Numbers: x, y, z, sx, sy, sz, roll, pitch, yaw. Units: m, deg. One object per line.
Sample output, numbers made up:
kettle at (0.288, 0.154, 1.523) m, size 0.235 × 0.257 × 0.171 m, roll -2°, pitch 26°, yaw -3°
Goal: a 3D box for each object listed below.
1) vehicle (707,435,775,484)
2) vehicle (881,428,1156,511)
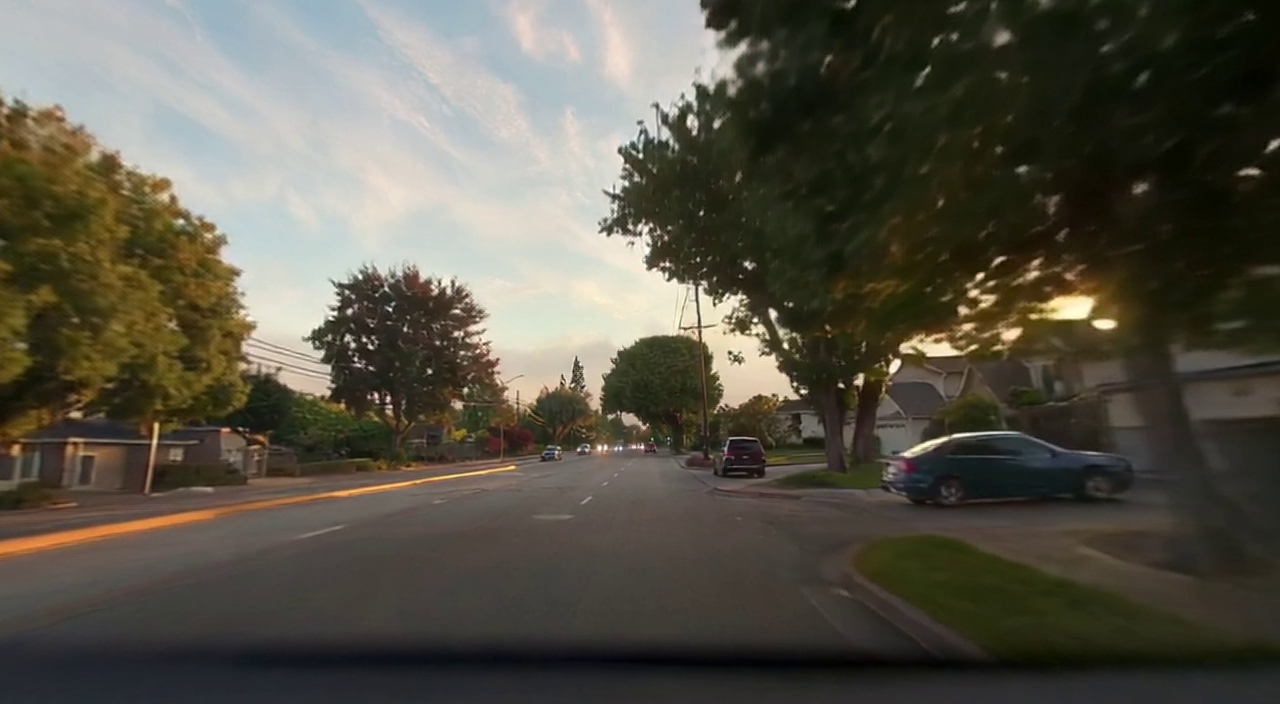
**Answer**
vehicle at (4.314, 4.672, 27.768) m, size 2.228 × 1.885 × 4.854 m, roll 1°, pitch -8°, yaw 0°
vehicle at (7.967, 2.507, 13.658) m, size 4.719 × 1.556 × 1.869 m, roll 1°, pitch -8°, yaw 1°
